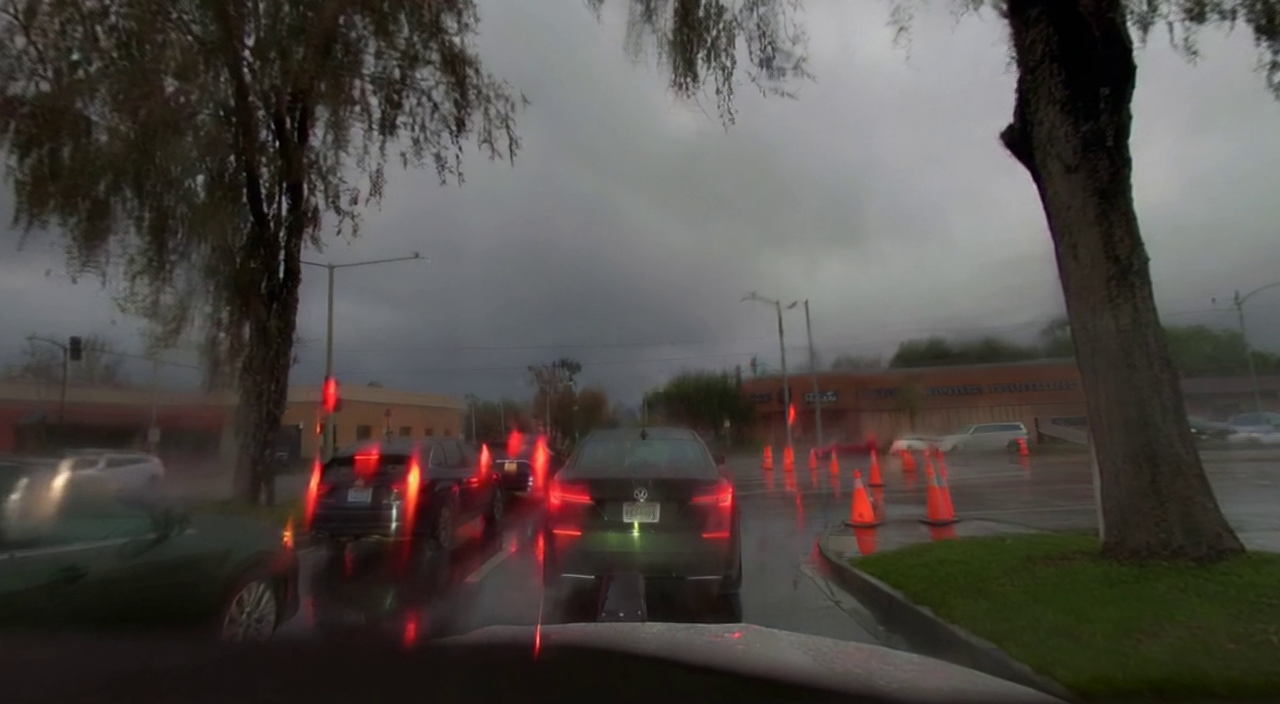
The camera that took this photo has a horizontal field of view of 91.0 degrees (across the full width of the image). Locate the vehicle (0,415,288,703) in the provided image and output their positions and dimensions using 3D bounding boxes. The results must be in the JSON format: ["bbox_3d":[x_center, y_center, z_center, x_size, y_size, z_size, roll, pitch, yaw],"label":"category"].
[{"bbox_3d":[-3.591,0.943,2.148,1.964,1.497,4.722,0,-9,1],"label":"vehicle"}]

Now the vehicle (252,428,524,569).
[{"bbox_3d":[-3.269,1.999,9.443,1.989,1.541,4.626,0,-9,2],"label":"vehicle"}]

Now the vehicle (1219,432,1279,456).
[{"bbox_3d":[40.693,5.979,40.708,4.579,1.480,1.819,0,-9,1],"label":"vehicle"}]

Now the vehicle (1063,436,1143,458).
[{"bbox_3d":[36.672,7.565,49.957,4.791,1.635,1.857,0,-9,1],"label":"vehicle"}]

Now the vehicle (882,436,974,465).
[{"bbox_3d":[18.784,6.438,41.274,5.043,1.759,2.085,0,-9,5],"label":"vehicle"}]

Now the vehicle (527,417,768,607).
[{"bbox_3d":[0.111,1.624,7.204,2.021,1.560,3.676,0,-9,1],"label":"vehicle"}]
